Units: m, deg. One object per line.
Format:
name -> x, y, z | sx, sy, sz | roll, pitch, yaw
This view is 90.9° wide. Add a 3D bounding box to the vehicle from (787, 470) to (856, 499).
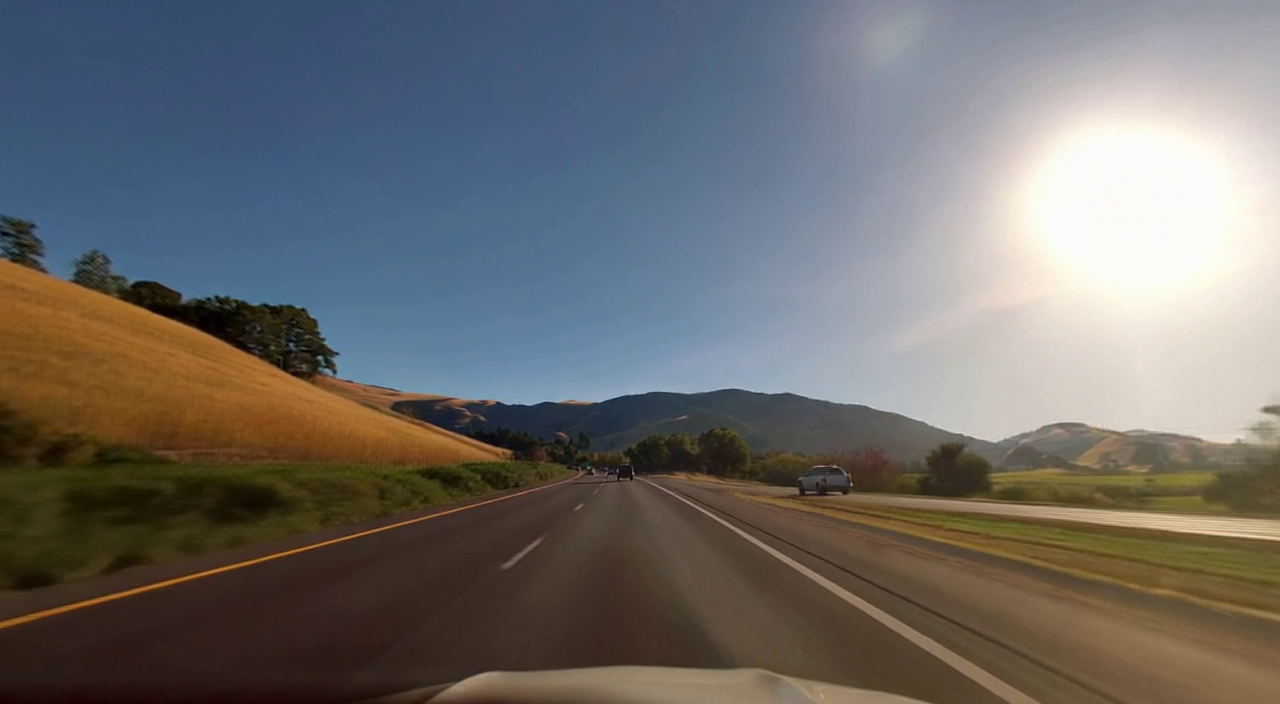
vehicle -> 11.677, 8.561, 40.934 | 2.089, 1.770, 4.571 | 4, -11, -17
